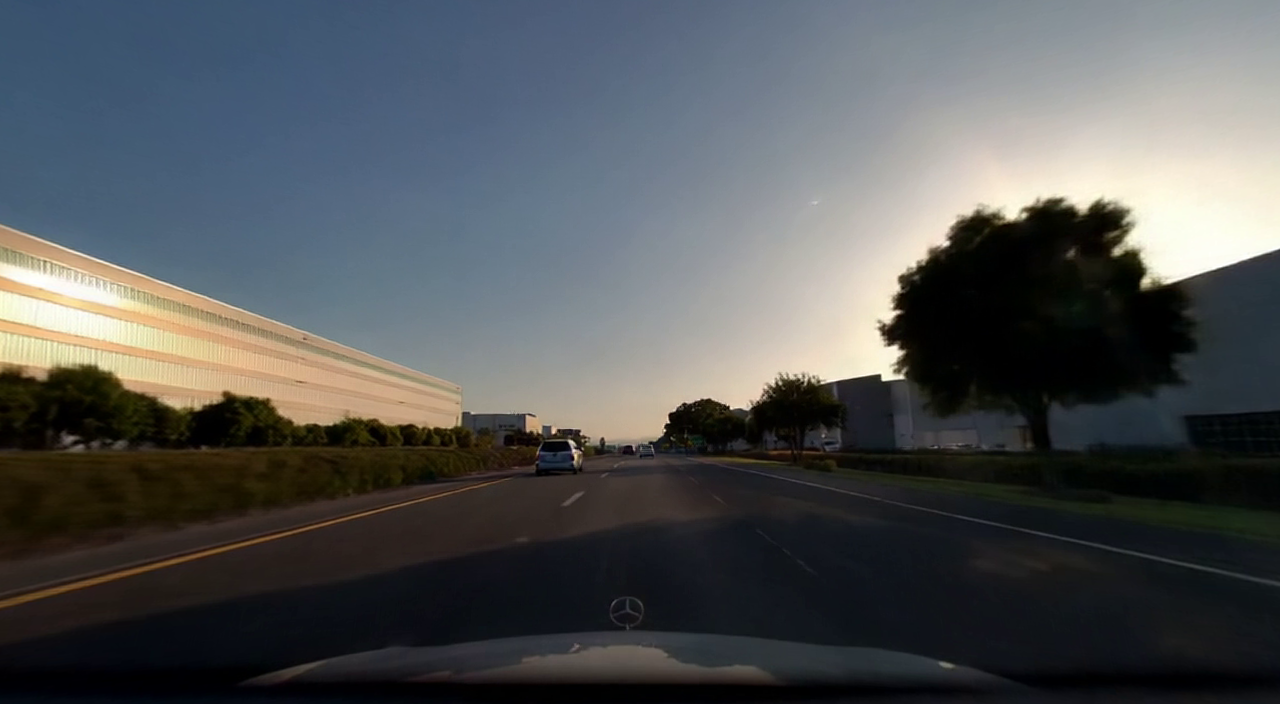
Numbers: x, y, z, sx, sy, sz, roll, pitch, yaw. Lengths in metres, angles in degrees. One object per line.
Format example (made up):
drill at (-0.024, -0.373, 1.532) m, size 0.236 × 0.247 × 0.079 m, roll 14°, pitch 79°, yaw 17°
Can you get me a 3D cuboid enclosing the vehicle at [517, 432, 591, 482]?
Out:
vehicle at (-3.389, 4.269, 25.865) m, size 2.218 × 1.850 × 4.774 m, roll 0°, pitch -9°, yaw 2°
